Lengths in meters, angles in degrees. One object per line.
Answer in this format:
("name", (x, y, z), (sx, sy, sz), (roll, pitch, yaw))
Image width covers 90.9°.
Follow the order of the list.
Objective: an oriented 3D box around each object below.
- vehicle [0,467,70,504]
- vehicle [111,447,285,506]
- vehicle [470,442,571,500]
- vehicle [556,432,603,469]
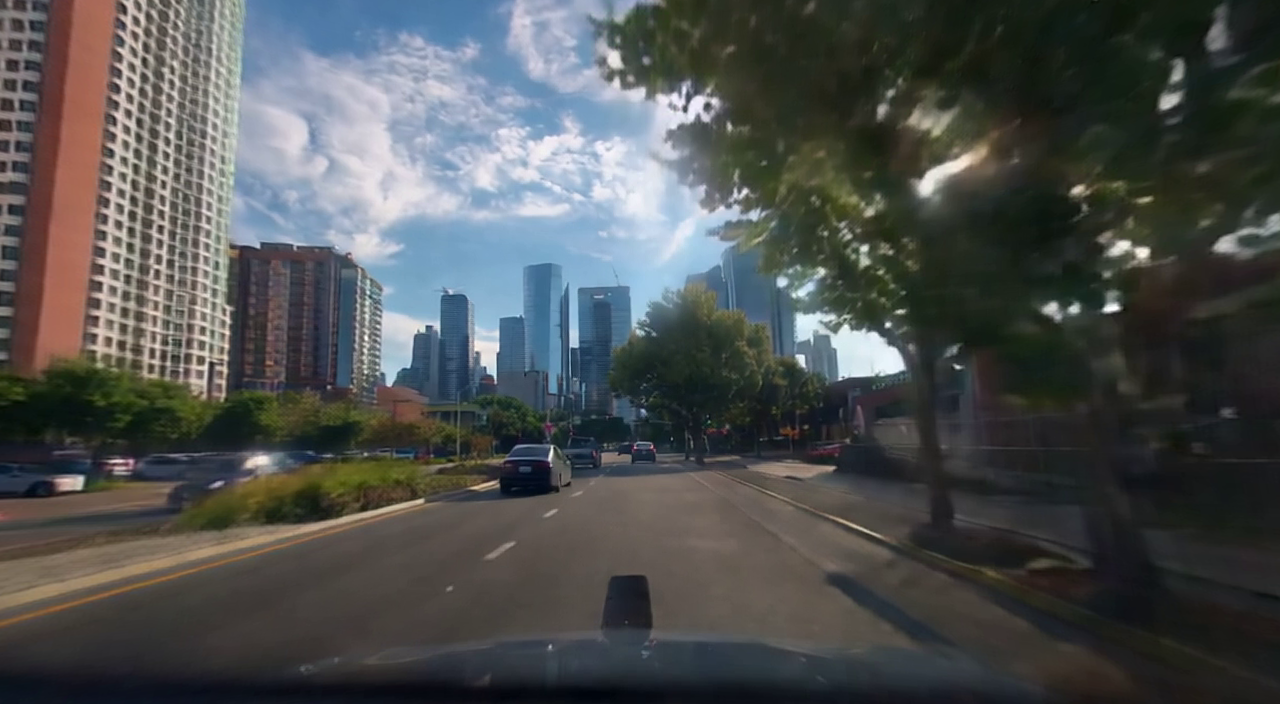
("vehicle", (-28.116, 5.873, 27.871), (3.891, 1.483, 1.884), (0, -9, 0))
("vehicle", (-13.868, 3.887, 20.240), (2.036, 1.649, 4.664), (-1, -9, 3))
("vehicle", (-3.157, 3.240, 17.596), (1.959, 1.406, 4.272), (0, -9, 0))
("vehicle", (-3.333, 5.580, 35.812), (2.152, 1.987, 4.527), (0, -9, 1))
